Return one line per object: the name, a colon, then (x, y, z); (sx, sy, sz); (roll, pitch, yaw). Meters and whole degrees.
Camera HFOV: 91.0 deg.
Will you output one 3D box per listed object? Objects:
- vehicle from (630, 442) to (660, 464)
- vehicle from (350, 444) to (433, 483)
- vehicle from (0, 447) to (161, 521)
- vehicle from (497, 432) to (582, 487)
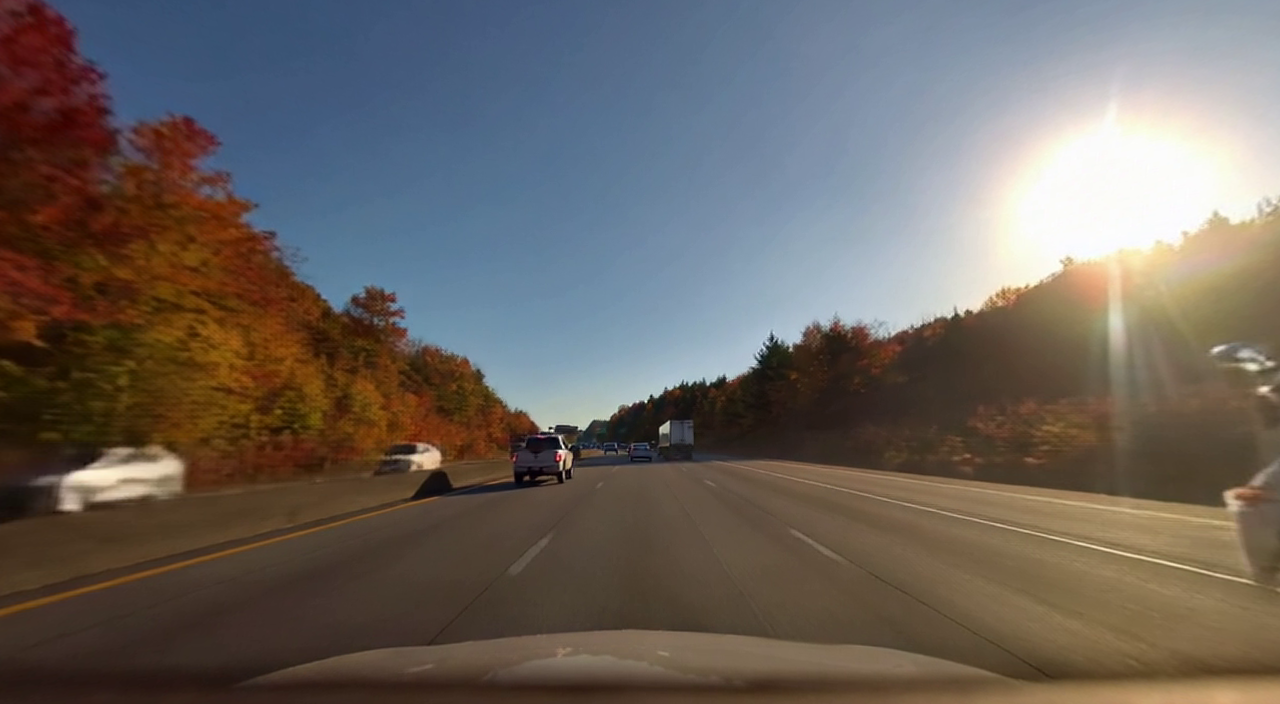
vehicle: (0.372, 7.399, 46.256); (2.152, 1.484, 4.211); (0, -8, 1)
vehicle: (-10.279, 4.608, 26.316); (1.854, 1.476, 3.864); (0, -8, 1)
vehicle: (-14.273, 3.090, 15.349); (1.843, 1.525, 4.112); (0, -8, 1)
vehicle: (-3.339, 3.679, 21.870); (2.077, 1.669, 4.739); (0, -8, 1)
